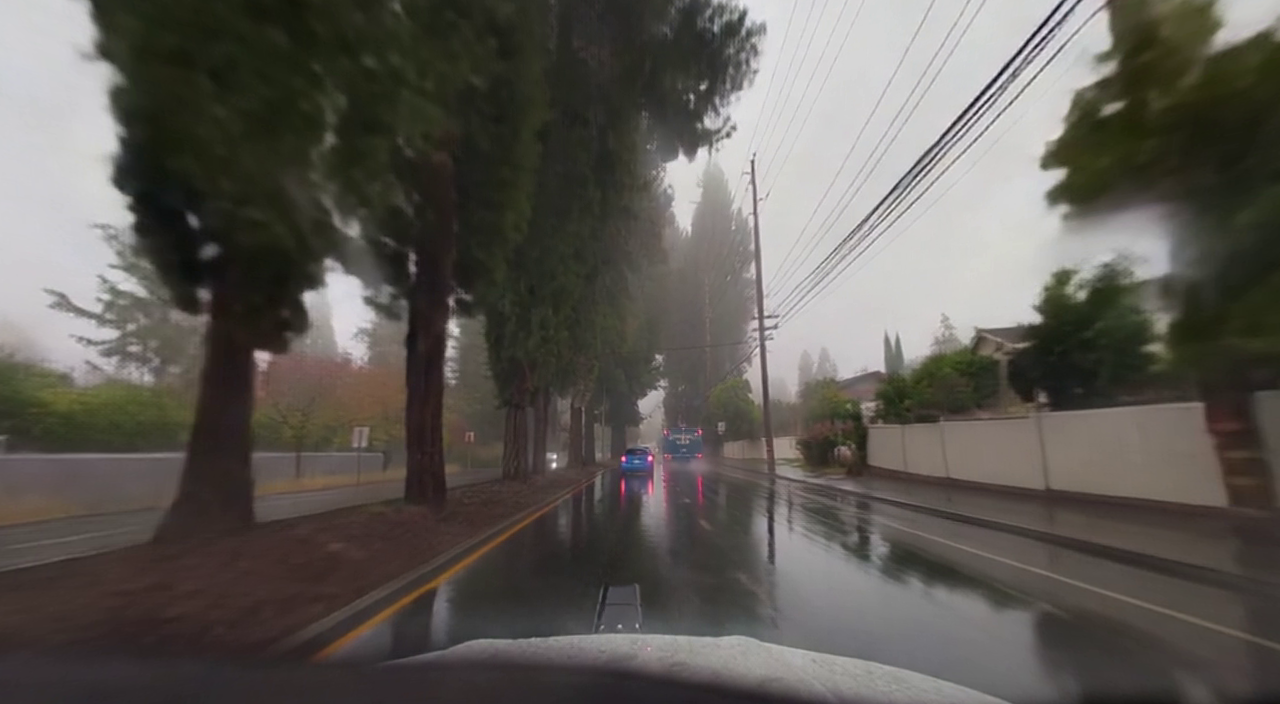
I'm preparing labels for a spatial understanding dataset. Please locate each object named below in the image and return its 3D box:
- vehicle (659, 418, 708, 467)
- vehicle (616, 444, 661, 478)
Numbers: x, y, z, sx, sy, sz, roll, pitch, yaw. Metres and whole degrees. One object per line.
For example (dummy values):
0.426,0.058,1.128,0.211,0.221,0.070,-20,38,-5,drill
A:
3.159,7.070,49.197,2.789,3.285,12.428,0,-9,0,vehicle
-0.022,5.196,30.321,2.018,1.511,3.993,0,-8,1,vehicle
